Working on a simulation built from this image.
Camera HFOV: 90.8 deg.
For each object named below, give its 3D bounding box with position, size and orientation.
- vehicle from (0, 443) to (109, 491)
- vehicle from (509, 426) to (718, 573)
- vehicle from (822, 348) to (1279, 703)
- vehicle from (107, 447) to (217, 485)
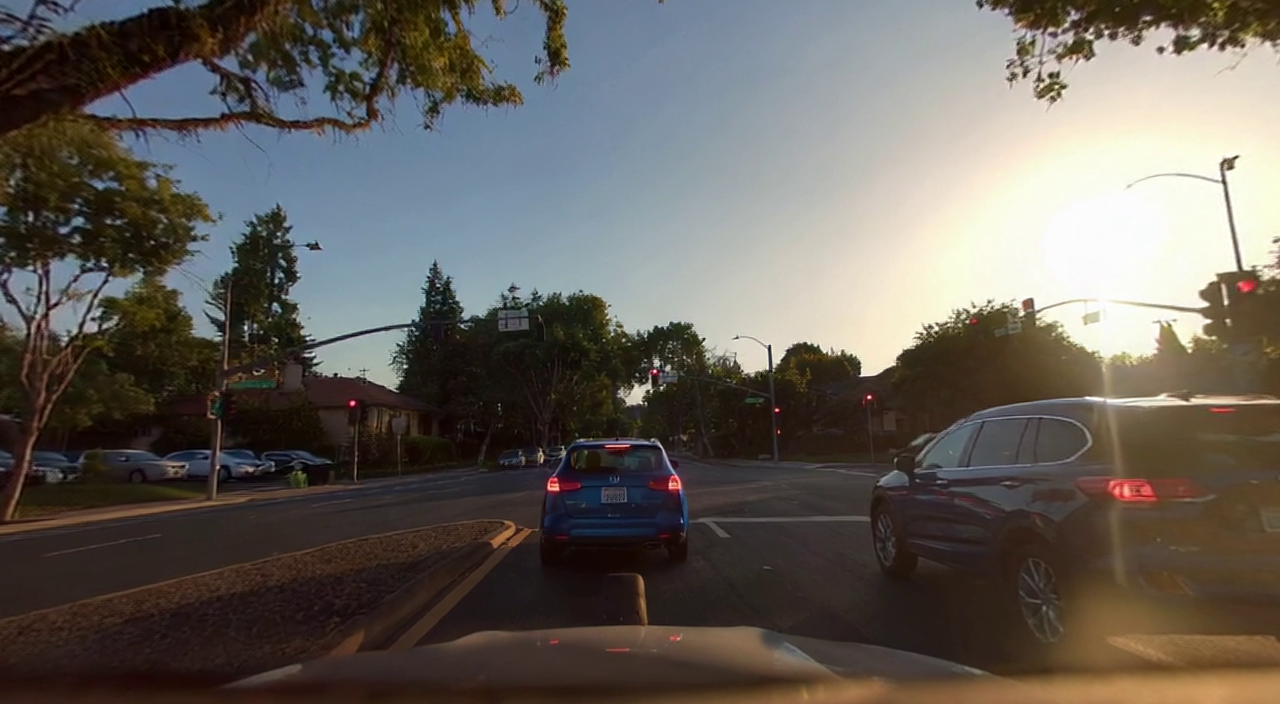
[{"bbox_3d":[-28.480,5.336,29.521,5.119,2.119,2.199,5,-10,-31],"label":"vehicle"},{"bbox_3d":[-0.321,1.895,9.010,2.177,1.512,4.682,0,-9,-1],"label":"vehicle"},{"bbox_3d":[3.189,1.178,5.201,2.046,1.768,4.370,0,-9,0],"label":"vehicle"},{"bbox_3d":[-28.602,6.784,38.062,4.943,2.110,2.217,5,-10,-32],"label":"vehicle"}]
